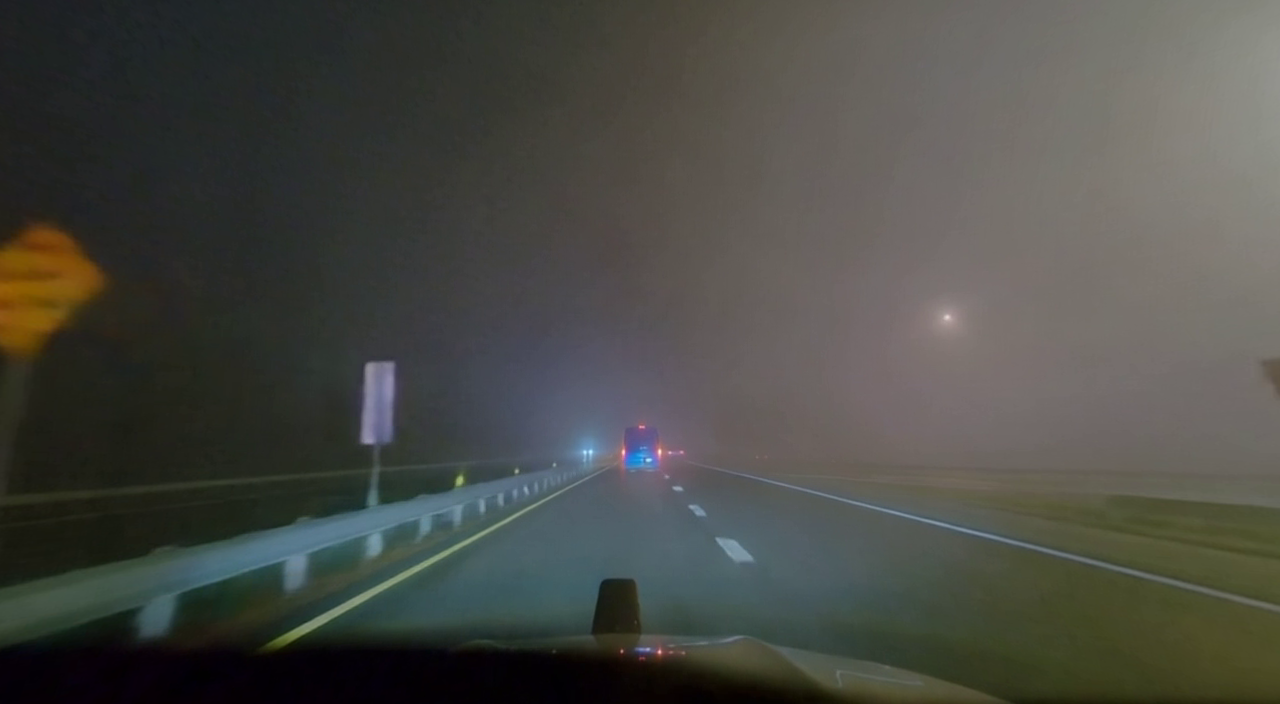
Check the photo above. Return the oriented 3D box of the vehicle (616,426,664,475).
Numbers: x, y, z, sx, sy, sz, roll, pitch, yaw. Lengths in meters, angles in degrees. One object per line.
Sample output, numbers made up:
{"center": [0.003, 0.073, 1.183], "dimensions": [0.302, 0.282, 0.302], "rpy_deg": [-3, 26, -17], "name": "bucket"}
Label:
{"center": [0.018, 5.714, 36.392], "dimensions": [2.560, 2.598, 5.581], "rpy_deg": [0, -9, 0], "name": "vehicle"}
